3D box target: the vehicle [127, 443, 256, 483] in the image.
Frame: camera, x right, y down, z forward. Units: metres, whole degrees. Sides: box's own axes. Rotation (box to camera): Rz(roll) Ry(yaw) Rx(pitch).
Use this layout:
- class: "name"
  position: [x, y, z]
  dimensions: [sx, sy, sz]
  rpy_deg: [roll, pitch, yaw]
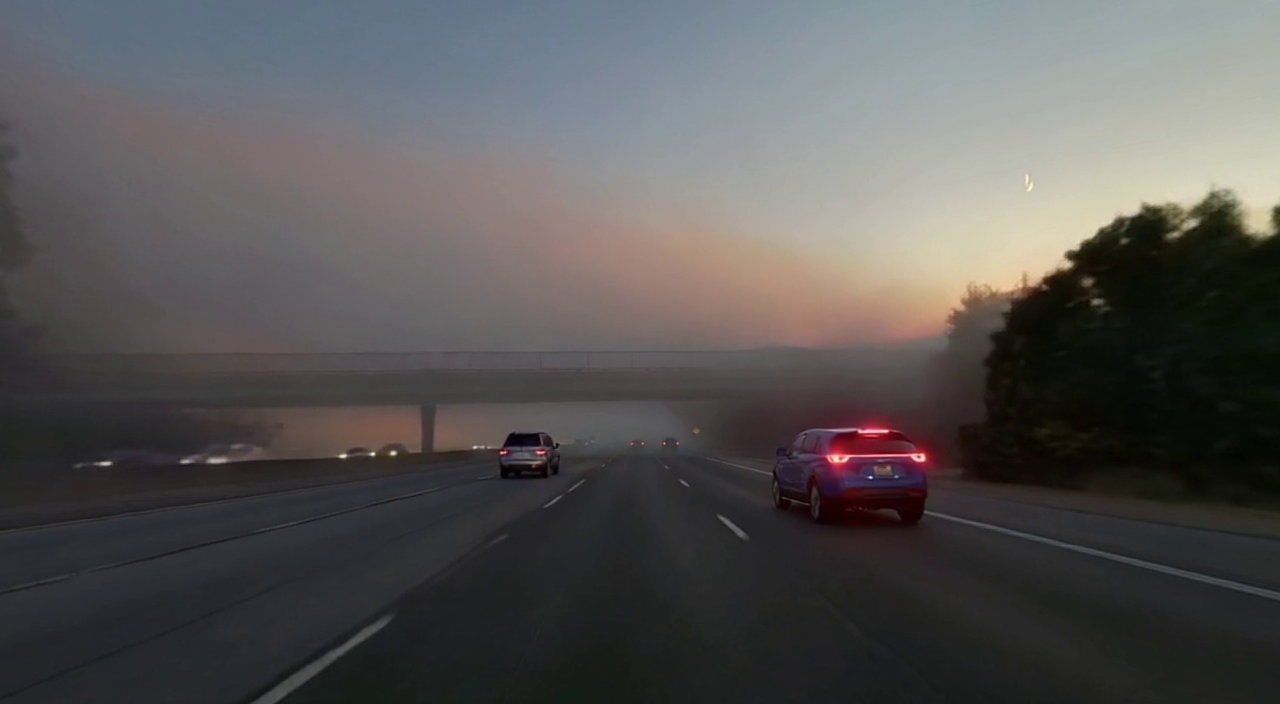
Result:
- class: "vehicle"
  position: [-18.603, 4.607, 26.551]
  dimensions: [1.915, 1.518, 4.778]
  rpy_deg: [0, -9, 0]

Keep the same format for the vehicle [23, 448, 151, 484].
- class: "vehicle"
  position: [-26.160, 5.389, 30.140]
  dimensions: [1.986, 1.567, 4.535]
  rpy_deg: [0, -9, 0]

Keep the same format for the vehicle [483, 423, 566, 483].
- class: "vehicle"
  position: [-3.933, 3.569, 22.385]
  dimensions: [2.018, 1.872, 4.728]
  rpy_deg: [0, -9, 0]

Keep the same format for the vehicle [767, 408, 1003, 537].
- class: "vehicle"
  position: [3.809, 1.992, 10.954]
  dimensions: [2.185, 1.749, 4.477]
  rpy_deg: [0, -9, -1]
